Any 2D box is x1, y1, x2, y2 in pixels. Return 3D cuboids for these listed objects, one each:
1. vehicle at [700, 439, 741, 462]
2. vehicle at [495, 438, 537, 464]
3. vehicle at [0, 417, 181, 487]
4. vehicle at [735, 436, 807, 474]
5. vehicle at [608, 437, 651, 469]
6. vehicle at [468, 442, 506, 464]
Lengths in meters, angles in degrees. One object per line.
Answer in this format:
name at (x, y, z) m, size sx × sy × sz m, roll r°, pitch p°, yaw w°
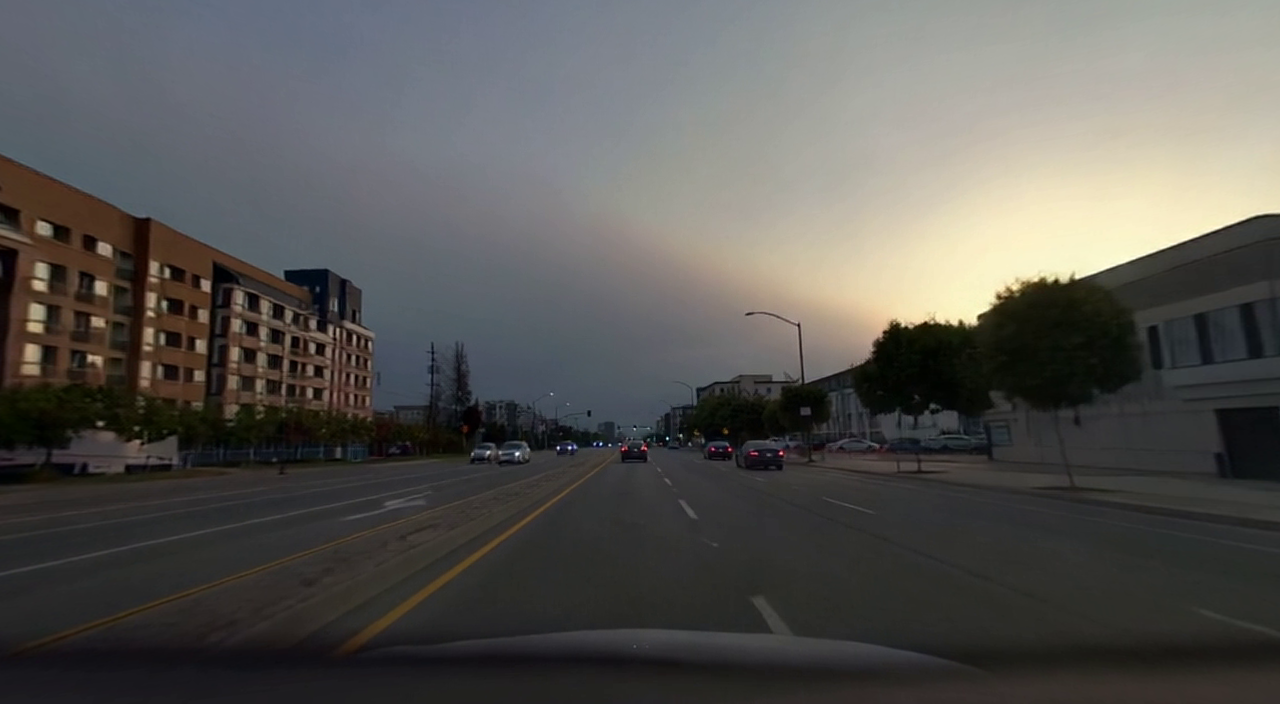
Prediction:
vehicle at (5.542, 6.831, 43.773) m, size 2.154 × 1.554 × 4.149 m, roll 0°, pitch -9°, yaw -2°
vehicle at (-8.736, 7.020, 44.627) m, size 2.013 × 1.737 × 4.510 m, roll 0°, pitch -8°, yaw 0°
vehicle at (-33.128, 5.598, 36.027) m, size 4.125 × 3.409 × 11.667 m, roll -1°, pitch -8°, yaw 5°
vehicle at (5.846, 4.661, 28.702) m, size 2.121 × 1.557 × 4.898 m, roll 0°, pitch -9°, yaw -1°
vehicle at (-0.522, 5.235, 32.690) m, size 2.106 × 1.553 × 3.964 m, roll 0°, pitch -8°, yaw -1°
vehicle at (-11.821, 7.824, 48.792) m, size 1.959 × 1.634 × 3.797 m, roll 0°, pitch -9°, yaw 0°
